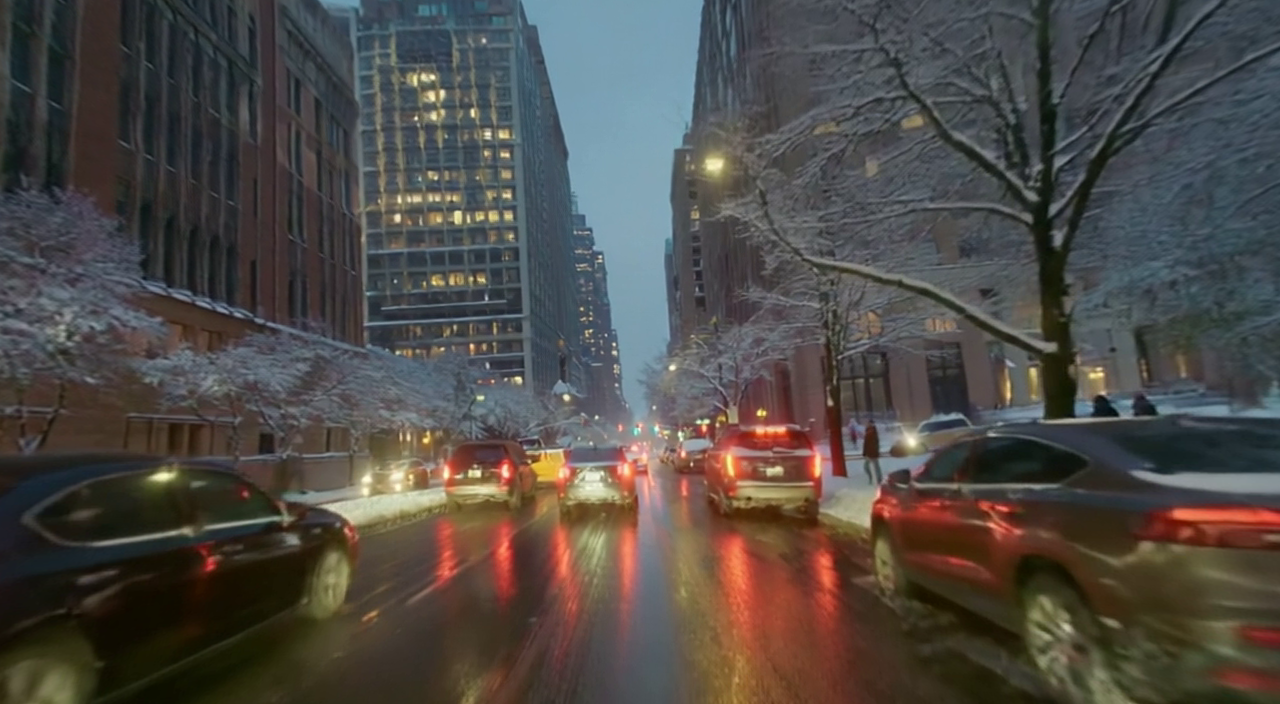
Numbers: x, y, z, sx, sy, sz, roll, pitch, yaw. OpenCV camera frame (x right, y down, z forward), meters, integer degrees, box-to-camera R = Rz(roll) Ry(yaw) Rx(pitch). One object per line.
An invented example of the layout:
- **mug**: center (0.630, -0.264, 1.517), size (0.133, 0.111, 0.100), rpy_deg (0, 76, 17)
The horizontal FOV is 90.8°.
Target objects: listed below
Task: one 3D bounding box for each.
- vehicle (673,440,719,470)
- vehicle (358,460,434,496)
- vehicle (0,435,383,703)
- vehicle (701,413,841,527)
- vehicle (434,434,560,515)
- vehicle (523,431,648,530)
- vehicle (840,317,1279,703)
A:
- **vehicle**: center (2.924, 5.467, 33.918), size (2.065, 1.461, 4.181), rpy_deg (0, -8, -1)
- **vehicle**: center (-12.363, 6.391, 32.326), size (2.122, 1.606, 4.221), rpy_deg (0, -8, 0)
- **vehicle**: center (-3.401, 1.240, 3.590), size (1.940, 1.481, 4.376), rpy_deg (0, -8, 1)
- **vehicle**: center (2.633, 2.402, 13.493), size (2.352, 1.953, 4.798), rpy_deg (-1, -8, 8)
- **vehicle**: center (-3.579, 3.146, 16.852), size (2.000, 1.818, 4.668), rpy_deg (-1, -8, 4)
- **vehicle**: center (-0.908, 2.492, 12.815), size (2.076, 1.667, 3.948), rpy_deg (0, -8, 2)
- **vehicle**: center (3.107, 1.071, 4.320), size (1.971, 1.749, 4.564), rpy_deg (0, -8, 0)
